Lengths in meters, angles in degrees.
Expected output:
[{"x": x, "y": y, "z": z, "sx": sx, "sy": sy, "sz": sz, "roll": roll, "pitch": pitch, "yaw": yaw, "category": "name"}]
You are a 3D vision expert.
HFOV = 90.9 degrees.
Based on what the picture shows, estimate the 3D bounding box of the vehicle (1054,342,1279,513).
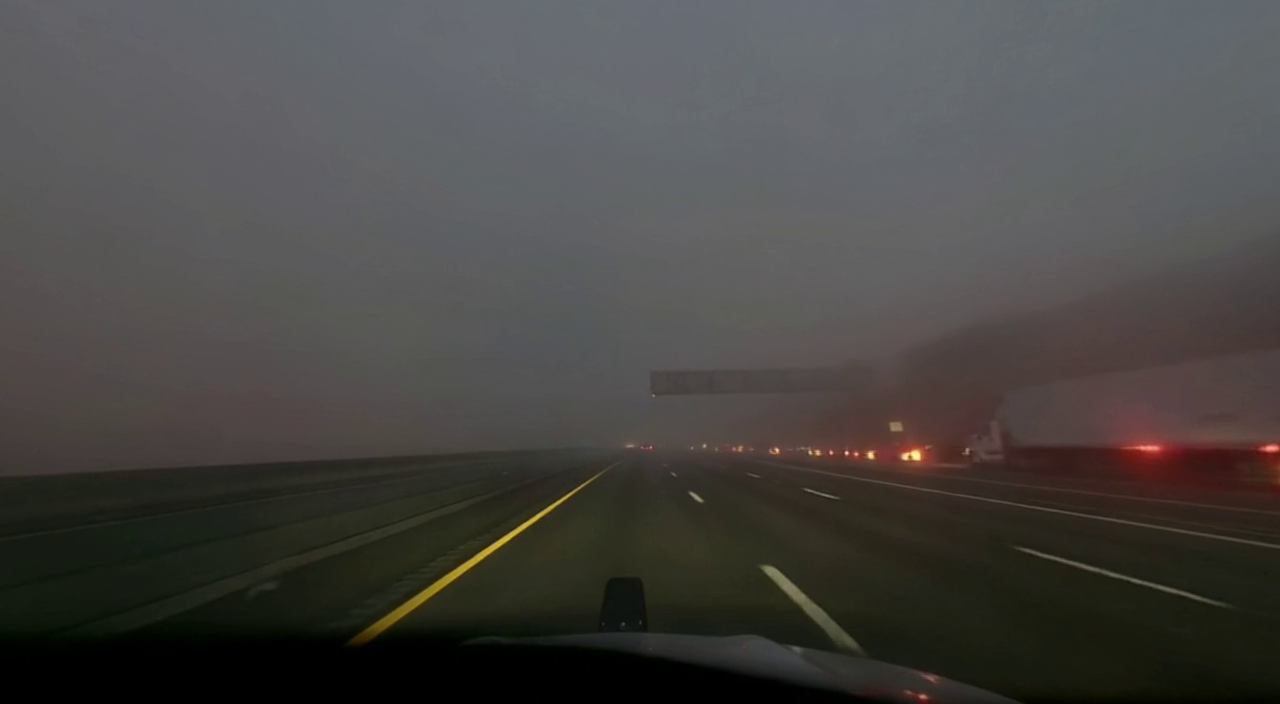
[{"x": 13.142, "y": 1.642, "z": 13.731, "sx": 2.905, "sy": 3.106, "sz": 7.417, "roll": -3, "pitch": -8, "yaw": -1, "category": "vehicle"}]
